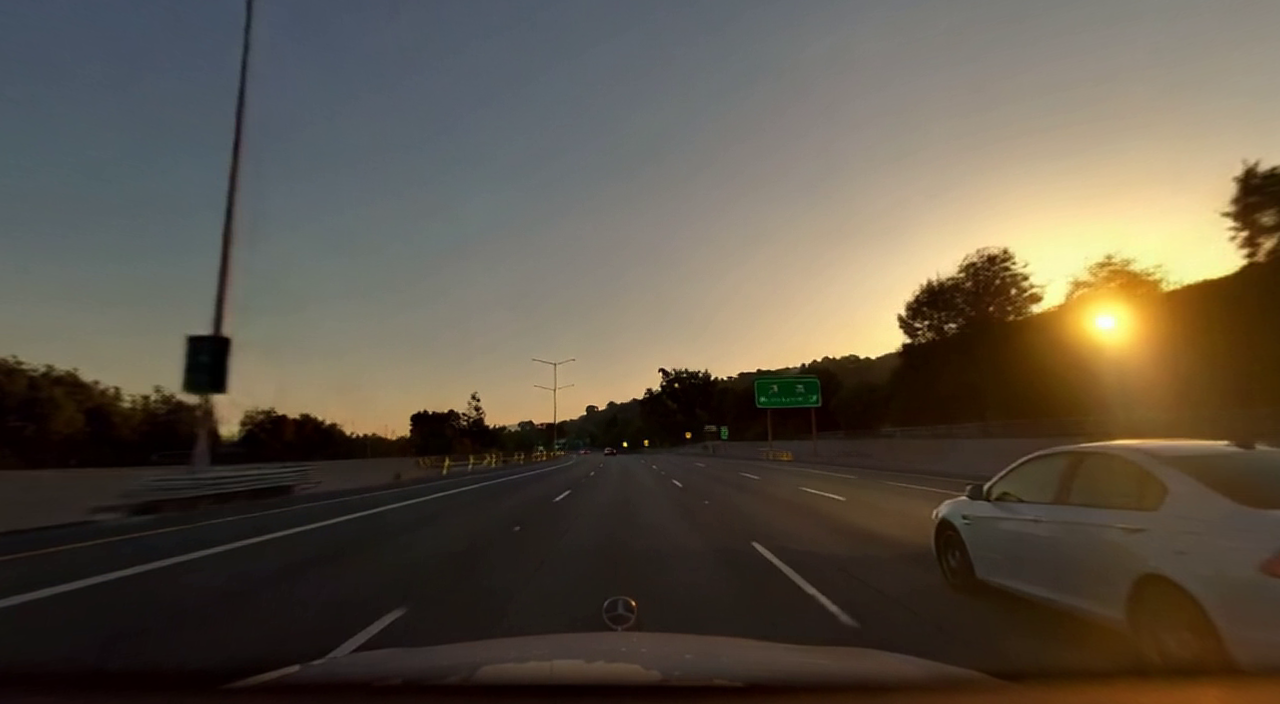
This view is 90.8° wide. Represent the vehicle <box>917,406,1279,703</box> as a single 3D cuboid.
[{"bbox_3d":[3.838,1.116,3.636,2.217,1.477,4.817,0,-9,-1],"label":"vehicle"}]
